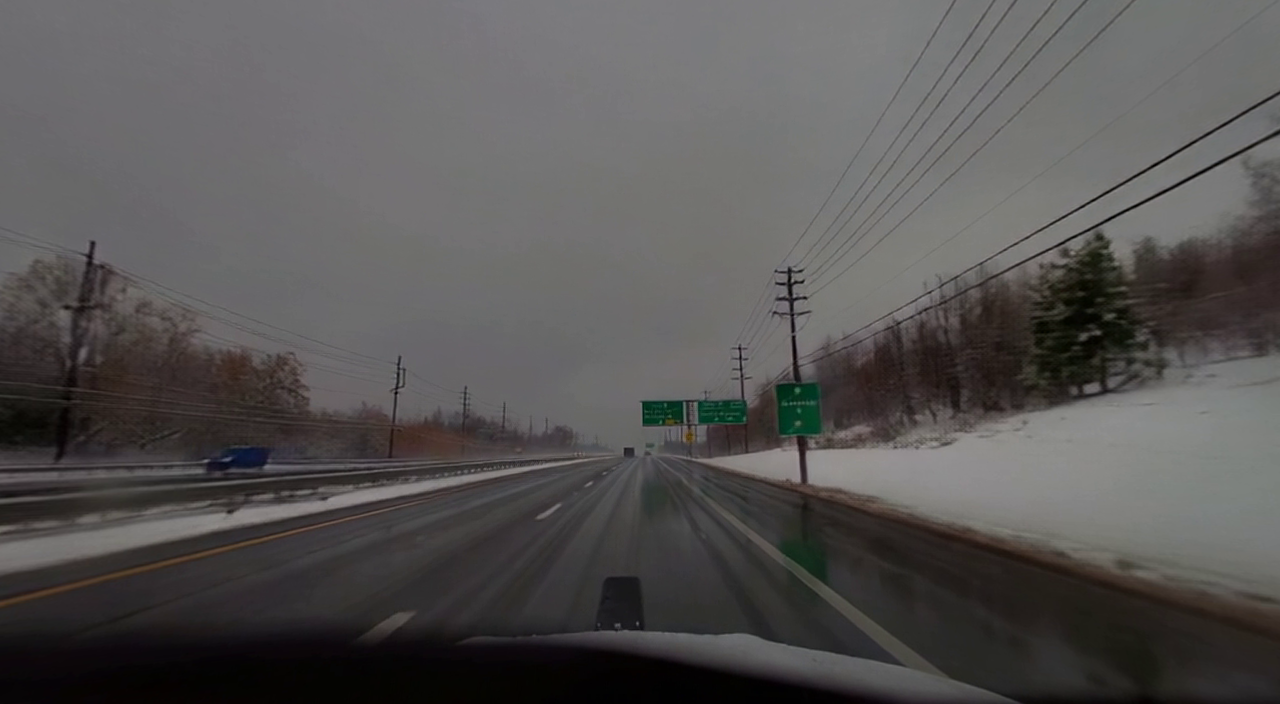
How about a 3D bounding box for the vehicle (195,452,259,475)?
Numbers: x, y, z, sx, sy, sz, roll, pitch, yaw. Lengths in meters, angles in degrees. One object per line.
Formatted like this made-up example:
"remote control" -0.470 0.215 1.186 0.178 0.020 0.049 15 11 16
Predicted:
"vehicle" -31.967 8.650 48.914 1.885 1.634 4.501 0 -9 1
